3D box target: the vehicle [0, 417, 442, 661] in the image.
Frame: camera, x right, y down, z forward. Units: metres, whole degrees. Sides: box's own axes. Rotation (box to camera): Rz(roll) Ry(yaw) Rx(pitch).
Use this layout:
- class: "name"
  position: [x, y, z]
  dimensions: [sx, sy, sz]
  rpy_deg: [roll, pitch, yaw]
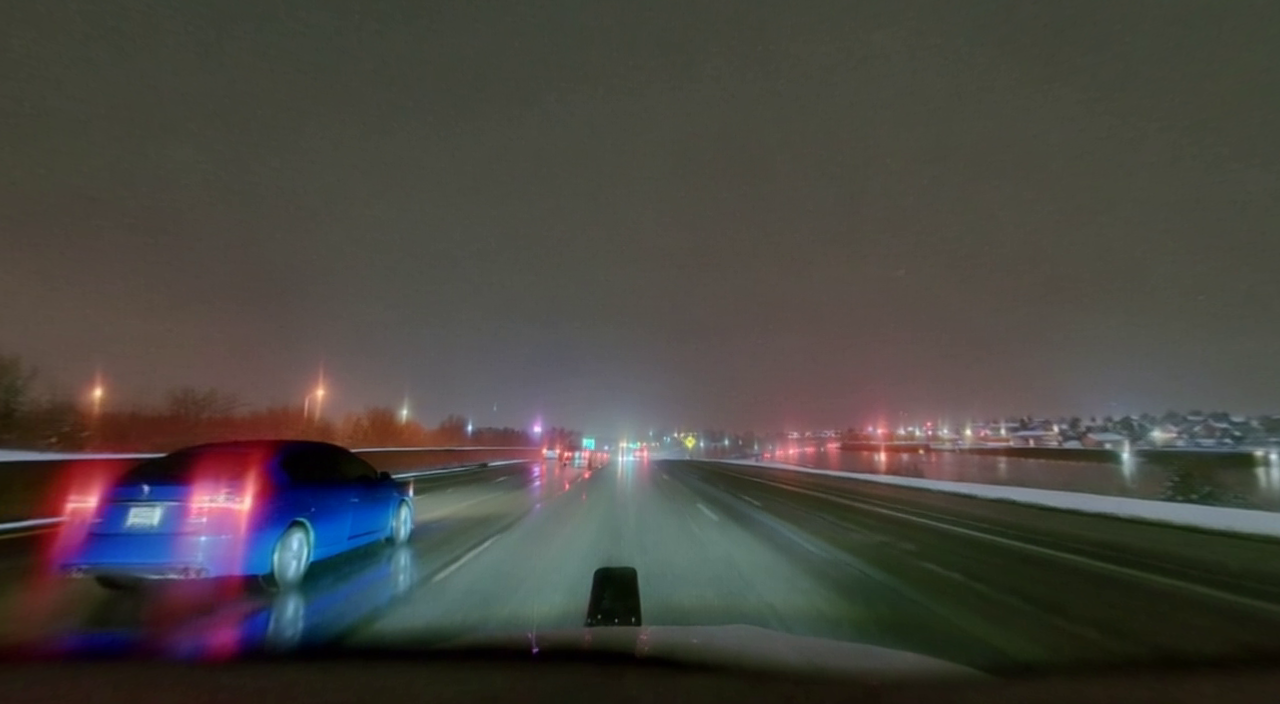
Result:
- class: "vehicle"
  position: [-3.724, 1.482, 6.163]
  dimensions: [2.114, 1.480, 4.473]
  rpy_deg: [0, -9, 0]

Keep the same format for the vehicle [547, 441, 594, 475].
- class: "vehicle"
  position: [-3.653, 5.666, 33.938]
  dimensions: [2.075, 1.702, 4.257]
  rpy_deg: [0, -9, 0]
